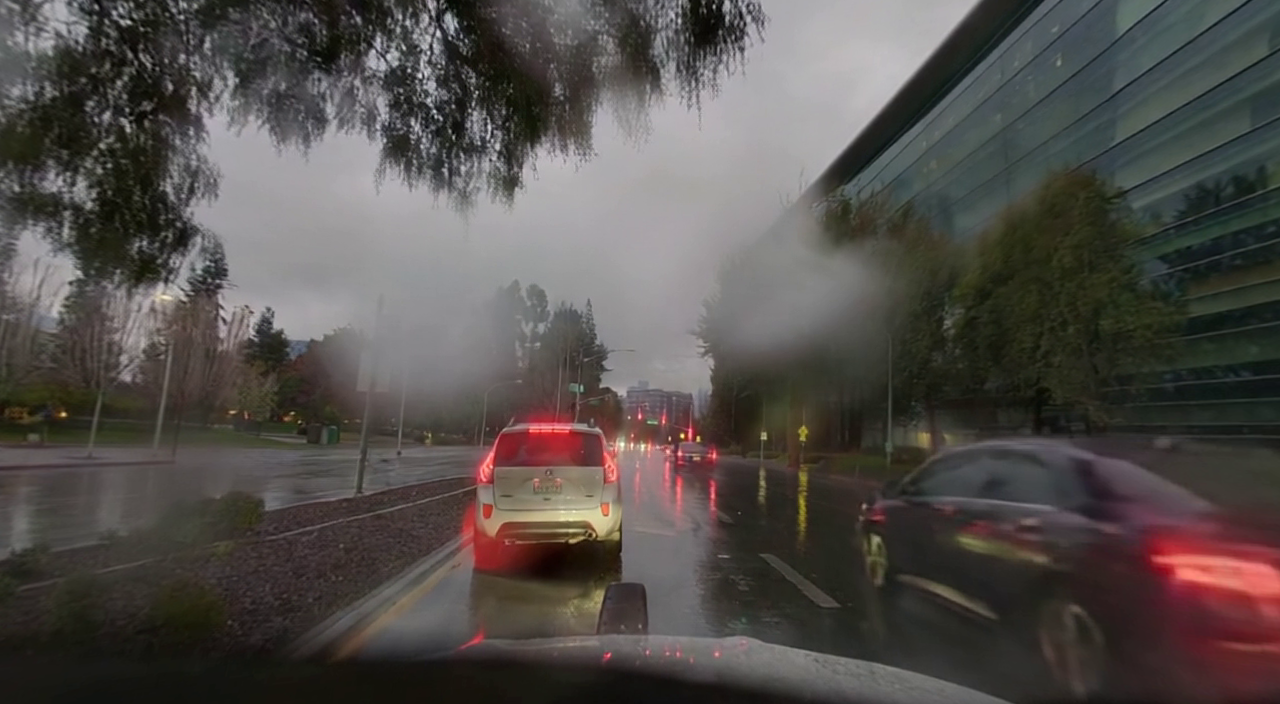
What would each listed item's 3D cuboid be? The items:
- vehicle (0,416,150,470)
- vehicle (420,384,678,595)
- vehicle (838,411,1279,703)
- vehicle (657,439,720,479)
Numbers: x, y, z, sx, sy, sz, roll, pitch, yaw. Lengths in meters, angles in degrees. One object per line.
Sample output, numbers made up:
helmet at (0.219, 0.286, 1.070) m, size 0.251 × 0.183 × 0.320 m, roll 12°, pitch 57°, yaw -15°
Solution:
vehicle at (-18.844, 2.966, 20.442) m, size 1.911 × 1.542 × 4.748 m, roll 0°, pitch -9°, yaw 1°
vehicle at (-1.143, 1.574, 8.100) m, size 2.275 × 1.819 × 4.883 m, roll 1°, pitch -9°, yaw -9°
vehicle at (3.378, 1.415, 4.928) m, size 2.205 × 1.537 × 4.895 m, roll 2°, pitch -8°, yaw 2°
vehicle at (2.311, 5.262, 31.107) m, size 2.301 × 1.716 × 4.856 m, roll 3°, pitch -9°, yaw -5°
